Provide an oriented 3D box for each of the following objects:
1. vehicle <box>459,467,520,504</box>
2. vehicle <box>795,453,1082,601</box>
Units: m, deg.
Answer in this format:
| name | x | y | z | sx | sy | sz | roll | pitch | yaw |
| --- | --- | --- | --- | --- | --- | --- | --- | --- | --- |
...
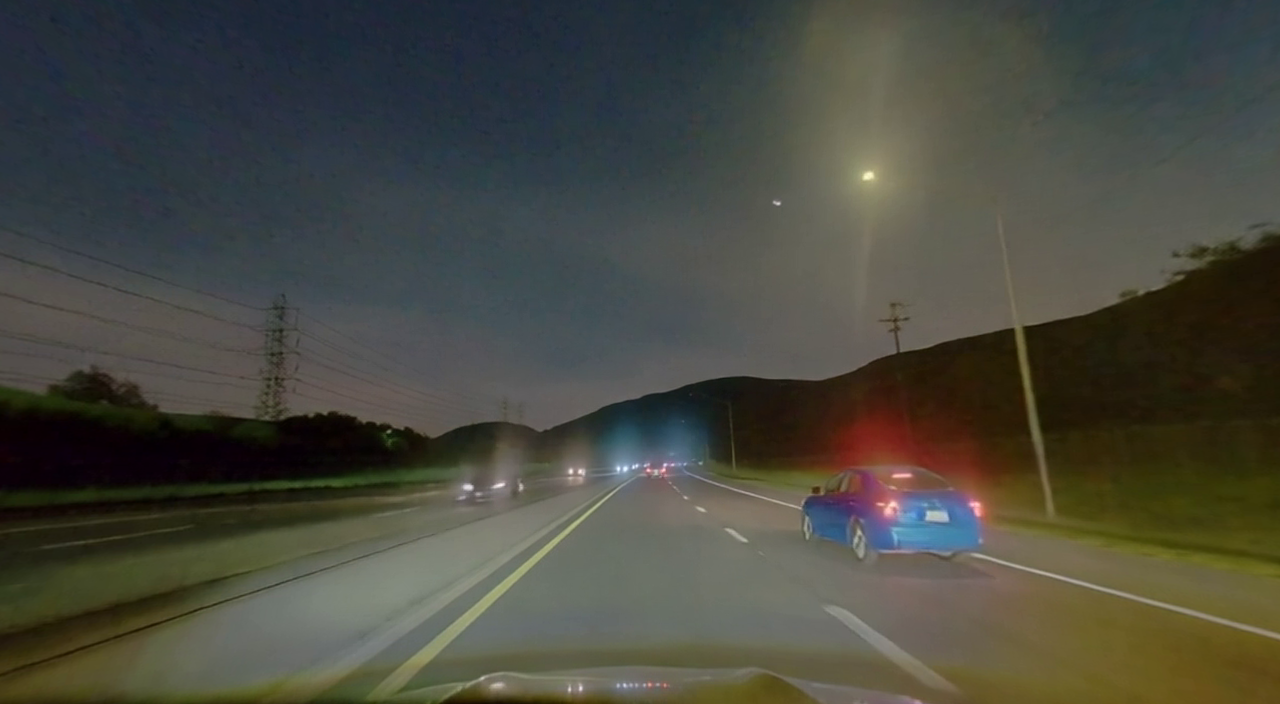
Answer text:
| name | x | y | z | sx | sy | sz | roll | pitch | yaw |
| --- | --- | --- | --- | --- | --- | --- | --- | --- | --- |
| vehicle | -7.291 | 6.515 | 30.849 | 1.919 | 1.640 | 4.120 | 1 | -10 | 1 |
| vehicle | 3.674 | 2.226 | 8.702 | 1.985 | 1.521 | 3.904 | 1 | -10 | -1 |
